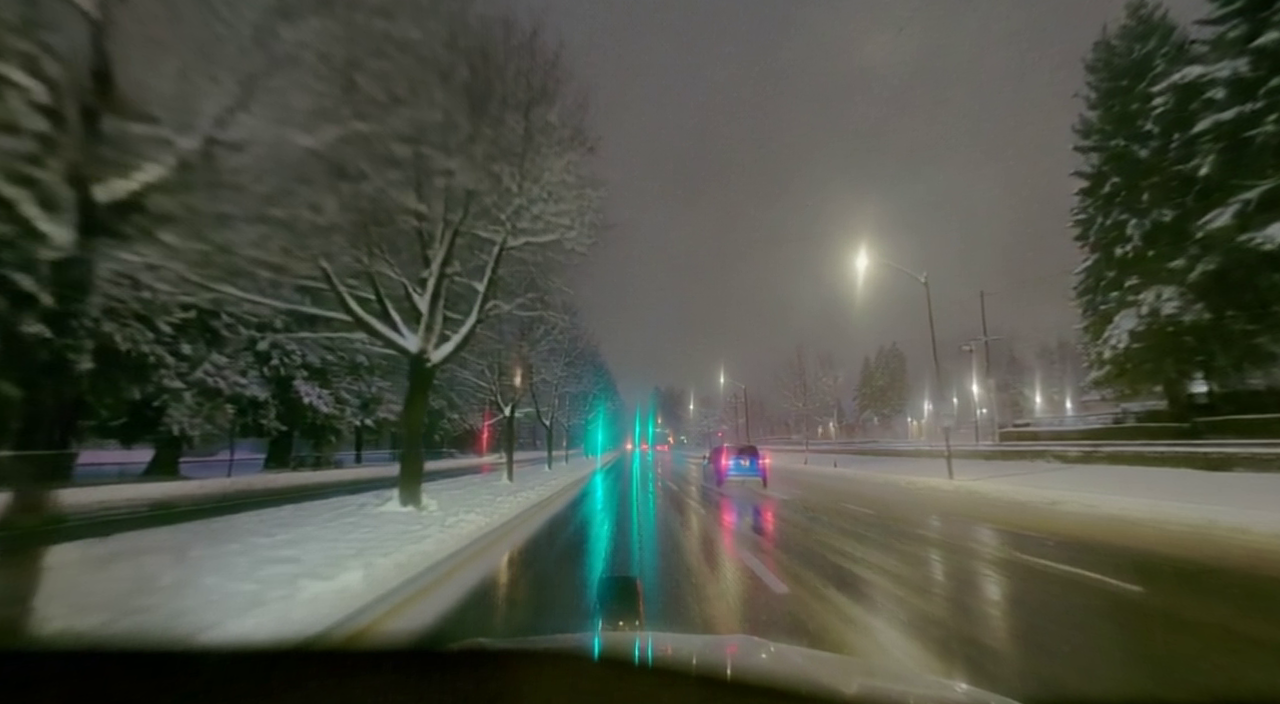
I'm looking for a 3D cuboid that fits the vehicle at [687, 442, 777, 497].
[{"bbox_3d":[2.663,3.524,19.346,2.056,1.483,4.091,0,-8,-2],"label":"vehicle"}]
